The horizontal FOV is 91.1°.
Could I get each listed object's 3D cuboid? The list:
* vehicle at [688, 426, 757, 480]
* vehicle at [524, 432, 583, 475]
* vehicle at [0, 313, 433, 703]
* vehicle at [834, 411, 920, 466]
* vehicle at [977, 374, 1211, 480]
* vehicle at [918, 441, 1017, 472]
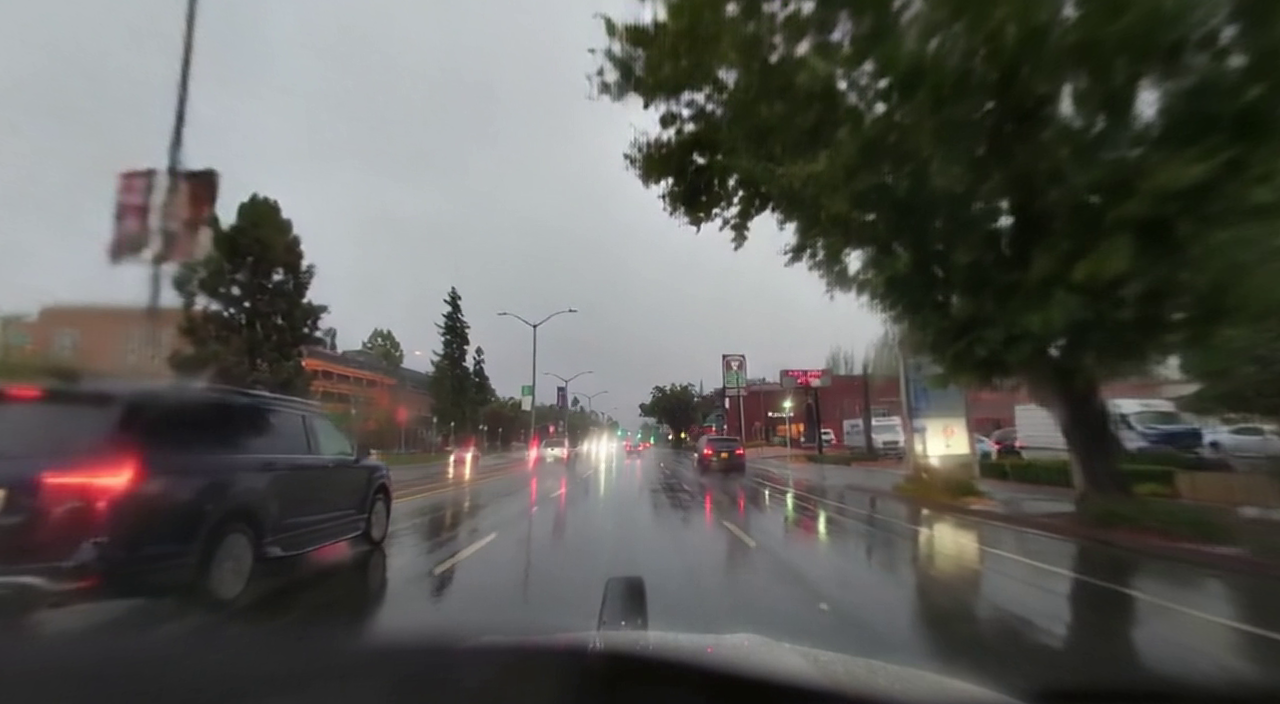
[{"bbox_3d":[3.153,3.976,24.912,2.024,1.921,4.431,0,-8,-2],"label":"vehicle"},{"bbox_3d":[-3.775,4.531,28.219,2.014,1.775,4.404,0,-8,0],"label":"vehicle"},{"bbox_3d":[-3.693,1.103,5.387,2.210,1.925,4.838,0,-8,-1],"label":"vehicle"},{"bbox_3d":[15.685,5.869,42.311,2.642,3.252,8.515,0,-8,1],"label":"vehicle"},{"bbox_3d":[15.770,2.907,22.773,2.919,3.125,7.218,2,-10,-1],"label":"vehicle"},{"bbox_3d":[16.676,5.287,31.942,4.701,1.470,1.985,4,-9,-27],"label":"vehicle"}]
